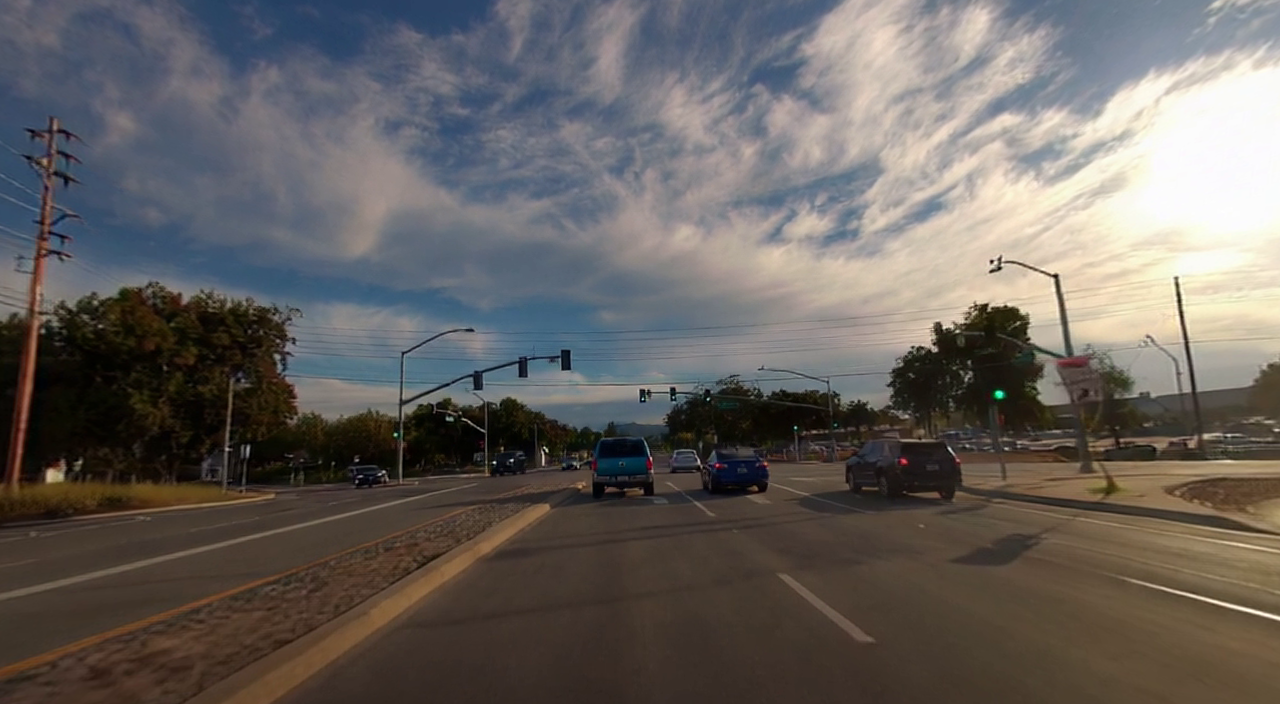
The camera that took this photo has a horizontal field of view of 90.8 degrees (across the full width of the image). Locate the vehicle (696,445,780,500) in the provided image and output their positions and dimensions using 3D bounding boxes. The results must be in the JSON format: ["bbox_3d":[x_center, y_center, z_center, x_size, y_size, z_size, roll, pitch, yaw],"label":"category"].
[{"bbox_3d":[3.043,3.823,20.559,1.880,1.579,4.401,0,-9,-2],"label":"vehicle"}]

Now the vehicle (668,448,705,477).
[{"bbox_3d":[2.928,7.030,40.535,1.915,1.765,4.047,0,-9,-2],"label":"vehicle"}]

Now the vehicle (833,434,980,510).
[{"bbox_3d":[6.910,3.126,16.995,1.929,1.753,4.396,0,-9,-1],"label":"vehicle"}]

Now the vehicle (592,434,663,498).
[{"bbox_3d":[-0.418,3.950,22.216,2.231,1.998,4.254,0,-9,-1],"label":"vehicle"}]
